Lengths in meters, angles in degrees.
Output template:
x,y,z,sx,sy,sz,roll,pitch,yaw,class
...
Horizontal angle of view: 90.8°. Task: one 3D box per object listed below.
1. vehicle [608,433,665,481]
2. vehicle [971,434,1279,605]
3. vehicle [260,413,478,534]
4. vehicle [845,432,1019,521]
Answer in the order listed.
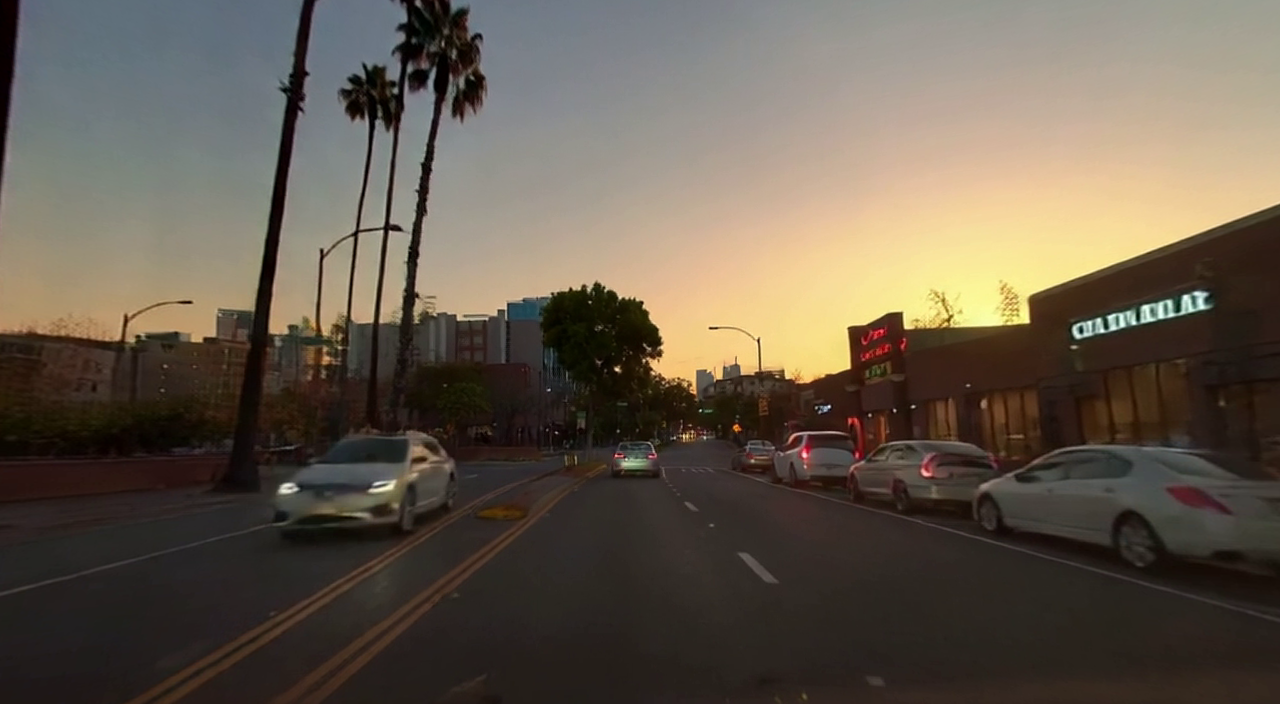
x,y,z,sx,sy,sz,roll,pitch,yaw,class
-0.178,4.100,24.962,2.063,1.664,4.471,0,-8,-1,vehicle
6.260,1.814,7.873,1.885,1.506,4.302,0,-8,-1,vehicle
-4.630,2.141,11.721,2.188,1.797,4.358,0,-8,-1,vehicle
6.089,2.608,13.828,1.747,1.619,4.157,0,-8,-1,vehicle
